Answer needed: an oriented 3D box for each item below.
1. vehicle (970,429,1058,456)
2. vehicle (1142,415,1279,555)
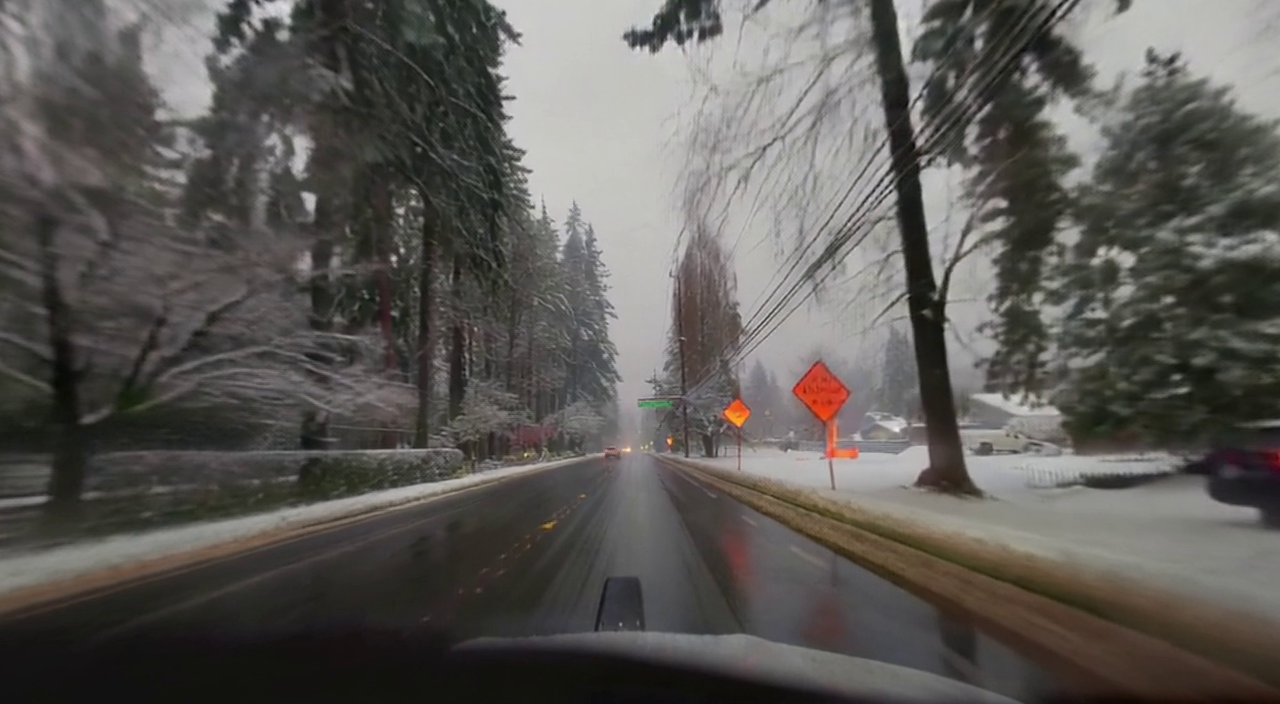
[{"bbox_3d":[25.449,6.187,43.095,4.601,1.801,2.122,0,-9,1],"label":"vehicle"},{"bbox_3d":[8.421,1.504,7.217,1.891,1.548,4.121,-5,-8,0],"label":"vehicle"}]
